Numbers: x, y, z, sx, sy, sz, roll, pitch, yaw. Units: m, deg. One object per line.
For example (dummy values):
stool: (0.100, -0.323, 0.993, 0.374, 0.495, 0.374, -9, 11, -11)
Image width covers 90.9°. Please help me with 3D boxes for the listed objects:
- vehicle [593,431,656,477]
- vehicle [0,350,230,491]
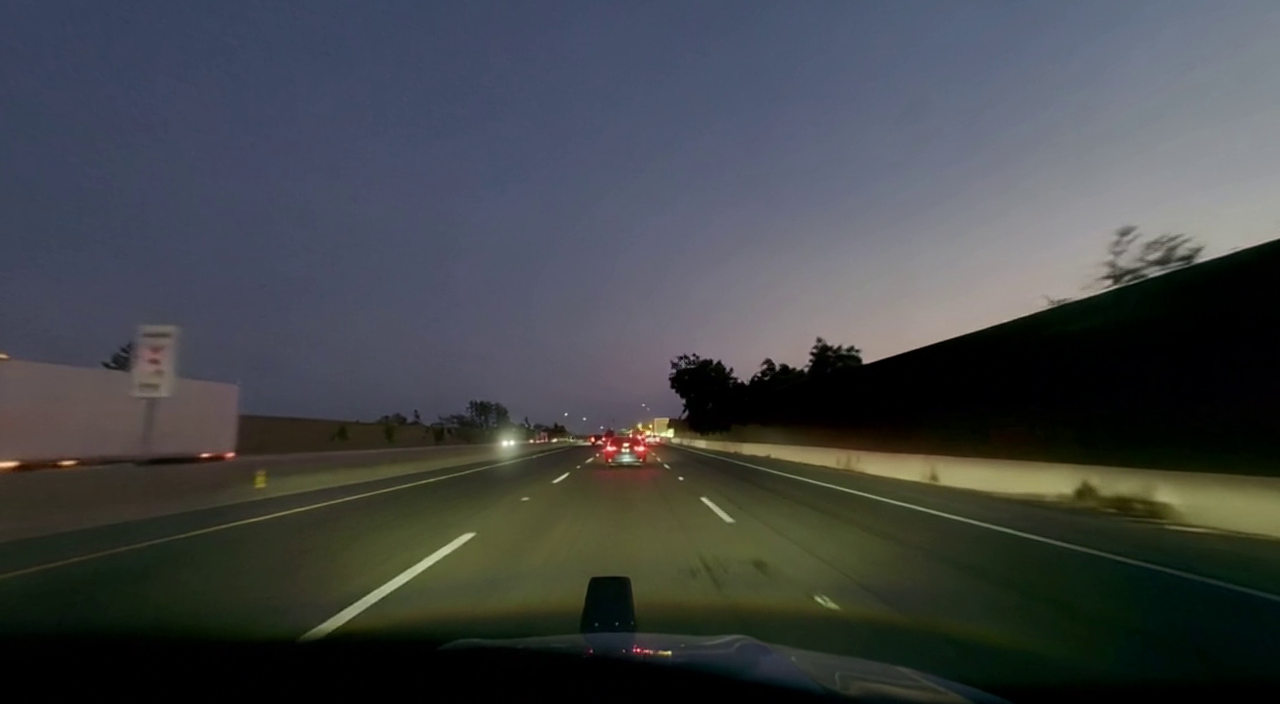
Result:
vehicle: (-0.539, 3.537, 22.208, 2.044, 1.477, 3.693, 0, -8, -1)
vehicle: (-21.603, 2.461, 22.223, 3.141, 4.374, 17.378, 1, -8, -2)
